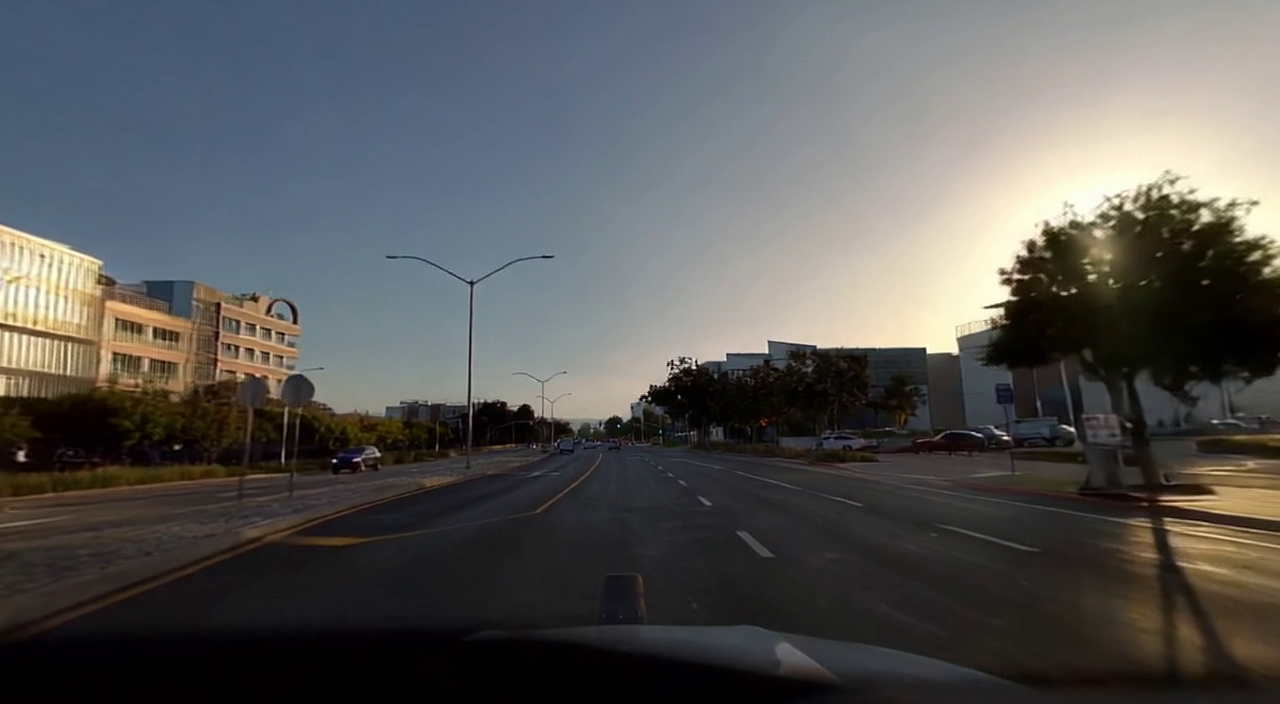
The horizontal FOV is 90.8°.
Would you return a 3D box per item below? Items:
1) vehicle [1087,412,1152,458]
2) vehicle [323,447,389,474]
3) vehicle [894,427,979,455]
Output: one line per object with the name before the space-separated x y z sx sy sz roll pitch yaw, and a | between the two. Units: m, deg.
vehicle | 25.318 4.404 33.437 1.246 2.287 2.709 -1 -9 2
vehicle | -17.801 6.829 39.908 2.039 1.466 4.783 -2 -8 -1
vehicle | 21.593 6.508 46.148 4.958 1.960 2.402 -1 -8 3
